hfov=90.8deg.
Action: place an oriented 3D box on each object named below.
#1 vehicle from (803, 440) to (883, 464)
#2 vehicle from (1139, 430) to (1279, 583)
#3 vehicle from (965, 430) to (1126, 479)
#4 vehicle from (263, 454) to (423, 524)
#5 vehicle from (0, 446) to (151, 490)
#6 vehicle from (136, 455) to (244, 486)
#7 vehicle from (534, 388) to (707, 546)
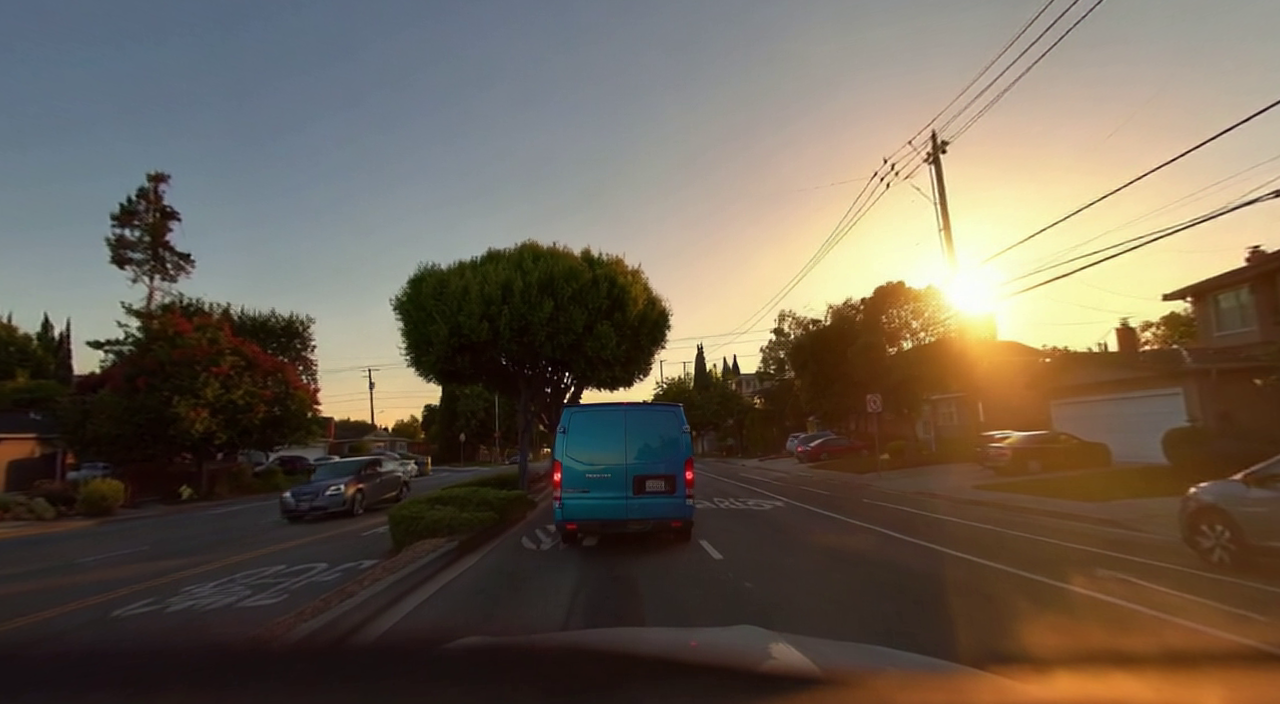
[{"bbox_3d":[13.100,6.451,40.914,4.483,1.463,1.805,0,-9,-1],"label":"vehicle"},{"bbox_3d":[7.336,1.465,5.833,1.883,1.504,4.220,0,-9,-2],"label":"vehicle"},{"bbox_3d":[13.134,3.338,20.647,3.916,1.517,1.887,0,-9,-2],"label":"vehicle"},{"bbox_3d":[-7.340,3.400,16.230,1.962,1.481,4.434,0,-9,0],"label":"vehicle"},{"bbox_3d":[-26.939,5.523,30.299,5.026,2.017,2.215,0,-9,-1],"label":"vehicle"},{"bbox_3d":[-27.481,7.233,38.692,4.972,1.776,2.057,0,-9,-1],"label":"vehicle"},{"bbox_3d":[-0.353,1.925,11.089,2.342,2.142,4.809,0,-9,-2],"label":"vehicle"}]
